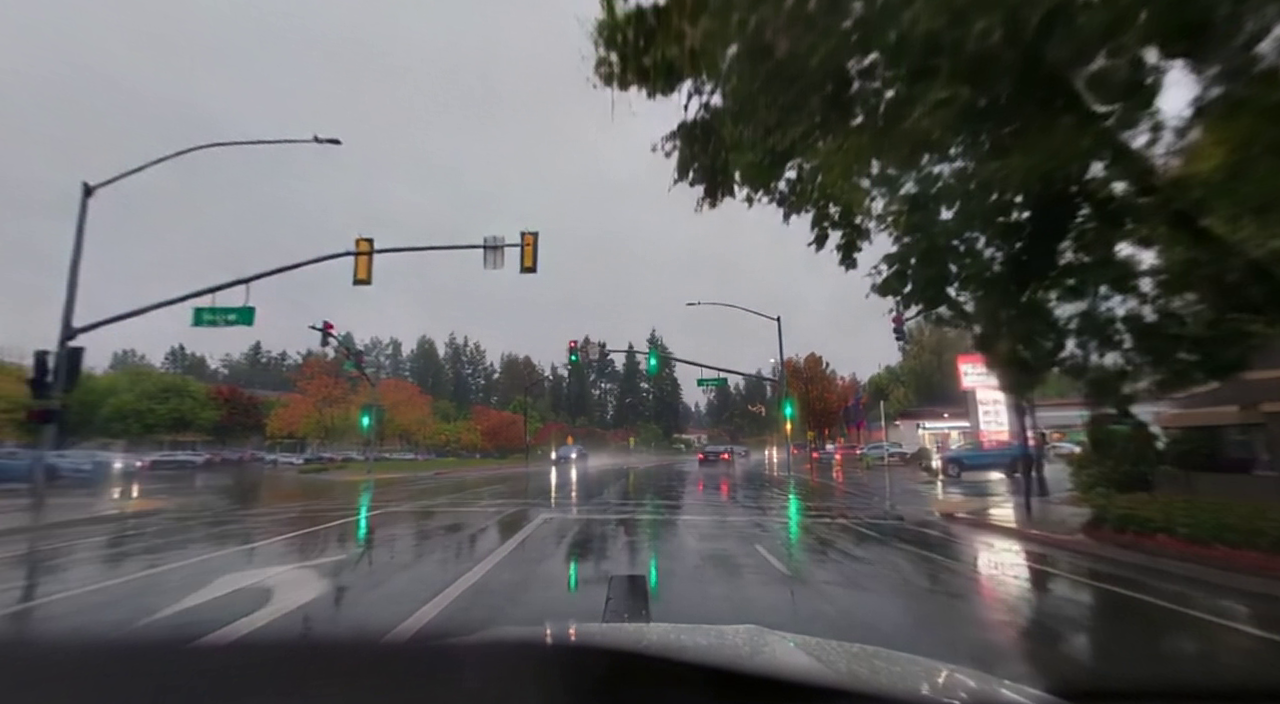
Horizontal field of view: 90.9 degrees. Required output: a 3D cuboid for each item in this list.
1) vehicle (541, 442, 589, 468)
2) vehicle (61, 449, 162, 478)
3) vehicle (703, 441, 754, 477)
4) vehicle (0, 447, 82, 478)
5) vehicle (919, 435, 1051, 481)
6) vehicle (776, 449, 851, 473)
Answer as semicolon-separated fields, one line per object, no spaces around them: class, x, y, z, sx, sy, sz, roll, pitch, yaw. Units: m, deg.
vehicle;-5.249;7.269;44.599;2.309;1.702;4.323;-1;-9;8
vehicle;-32.251;6.770;38.673;1.967;1.632;4.962;0;-9;-1
vehicle;4.460;5.456;32.457;2.311;1.715;4.287;-1;-9;4
vehicle;-37.769;6.773;38.693;2.194;1.754;5.433;-1;-9;-4
vehicle;15.712;4.848;28.928;4.713;1.969;2.201;0;-9;-1
vehicle;11.411;7.186;41.648;1.938;1.466;4.434;7;-11;-37
